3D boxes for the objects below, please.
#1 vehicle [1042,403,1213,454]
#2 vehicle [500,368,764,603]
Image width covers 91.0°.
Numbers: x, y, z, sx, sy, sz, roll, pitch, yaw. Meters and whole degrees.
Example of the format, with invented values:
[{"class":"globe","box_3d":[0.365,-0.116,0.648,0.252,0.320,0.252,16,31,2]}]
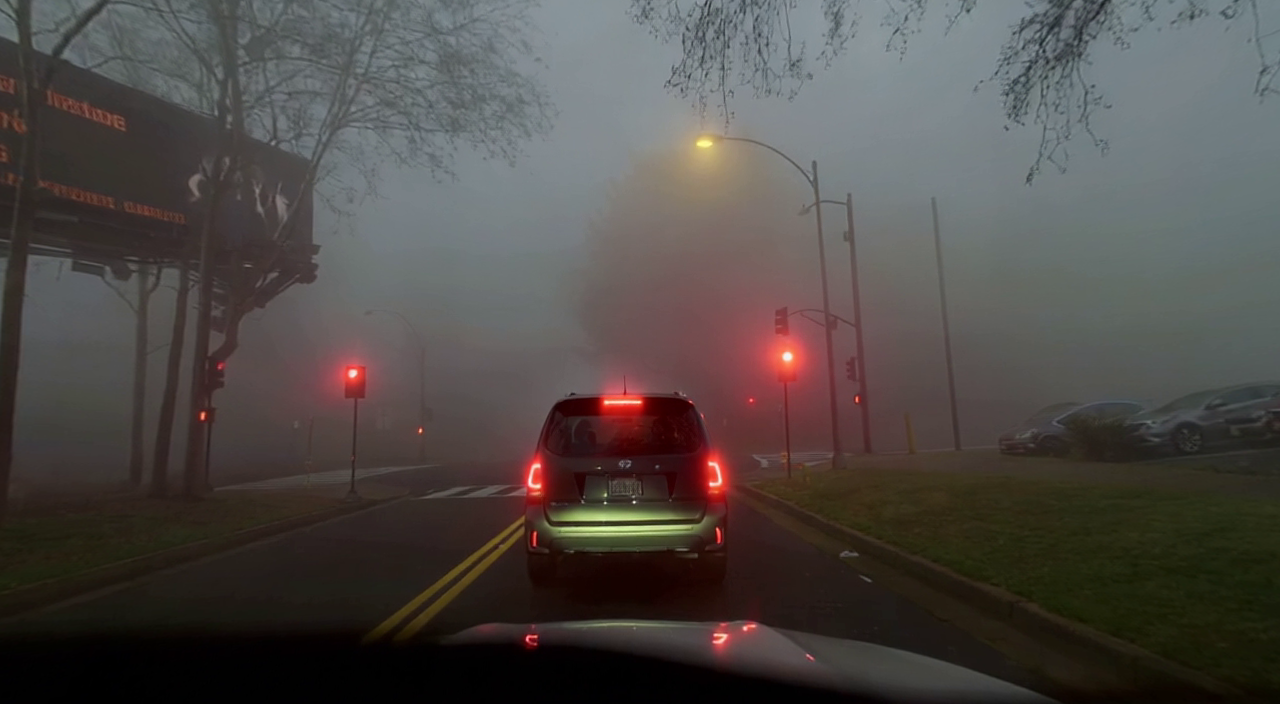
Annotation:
[{"class":"vehicle","box_3d":[15.273,2.448,19.945,3.750,1.502,1.781,-2,-8,13]},{"class":"vehicle","box_3d":[-0.063,1.361,7.135,2.142,1.904,3.816,-1,-8,0]}]
